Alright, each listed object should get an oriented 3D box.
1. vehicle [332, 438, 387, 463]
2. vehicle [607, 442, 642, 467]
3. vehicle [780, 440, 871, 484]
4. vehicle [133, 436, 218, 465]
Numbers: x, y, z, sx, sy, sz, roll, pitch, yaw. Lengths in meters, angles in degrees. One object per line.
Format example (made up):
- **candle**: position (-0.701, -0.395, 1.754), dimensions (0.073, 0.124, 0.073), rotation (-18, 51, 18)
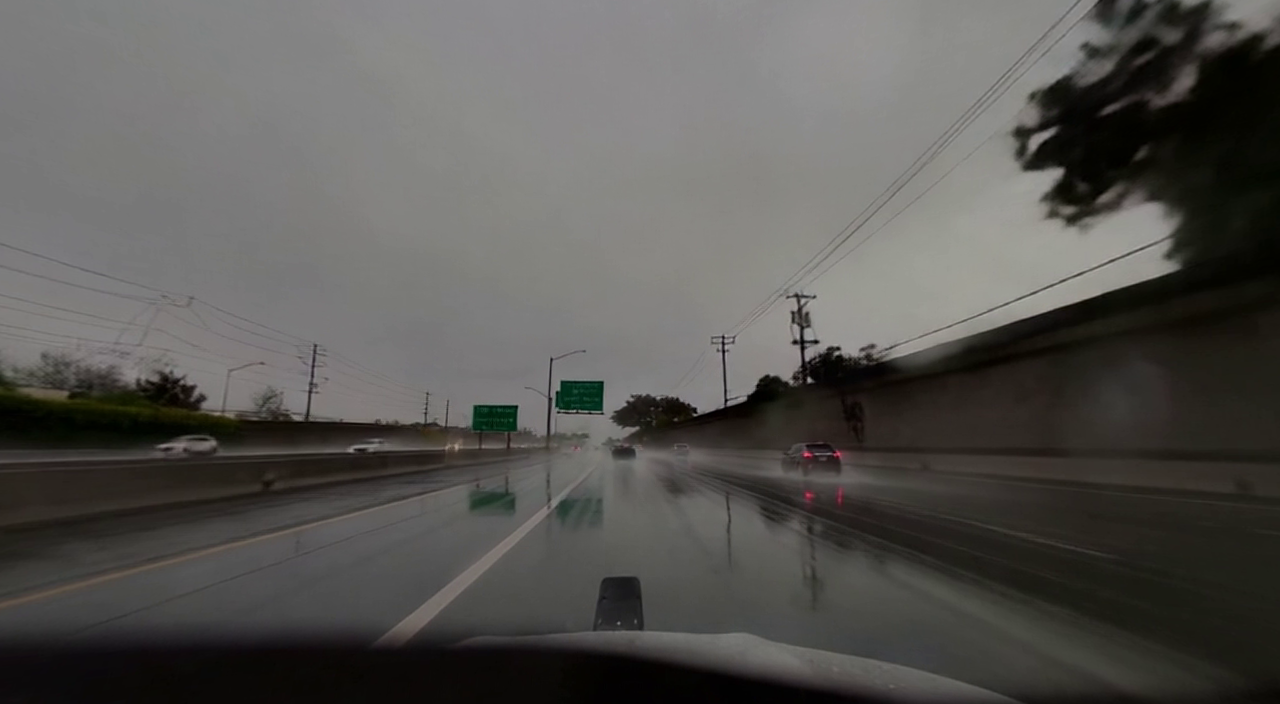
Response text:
- **vehicle**: position (-21.871, 7.699, 49.613), dimensions (2.115, 1.861, 5.374), rotation (0, -8, -3)
- **vehicle**: position (-1.080, 6.674, 41.358), dimensions (2.109, 1.489, 4.027), rotation (0, -8, -4)
- **vehicle**: position (6.687, 4.008, 23.332), dimensions (1.876, 1.451, 4.154), rotation (0, -8, -3)
- **vehicle**: position (-32.280, 6.846, 44.211), dimensions (2.028, 1.866, 5.383), rotation (0, -8, -3)
